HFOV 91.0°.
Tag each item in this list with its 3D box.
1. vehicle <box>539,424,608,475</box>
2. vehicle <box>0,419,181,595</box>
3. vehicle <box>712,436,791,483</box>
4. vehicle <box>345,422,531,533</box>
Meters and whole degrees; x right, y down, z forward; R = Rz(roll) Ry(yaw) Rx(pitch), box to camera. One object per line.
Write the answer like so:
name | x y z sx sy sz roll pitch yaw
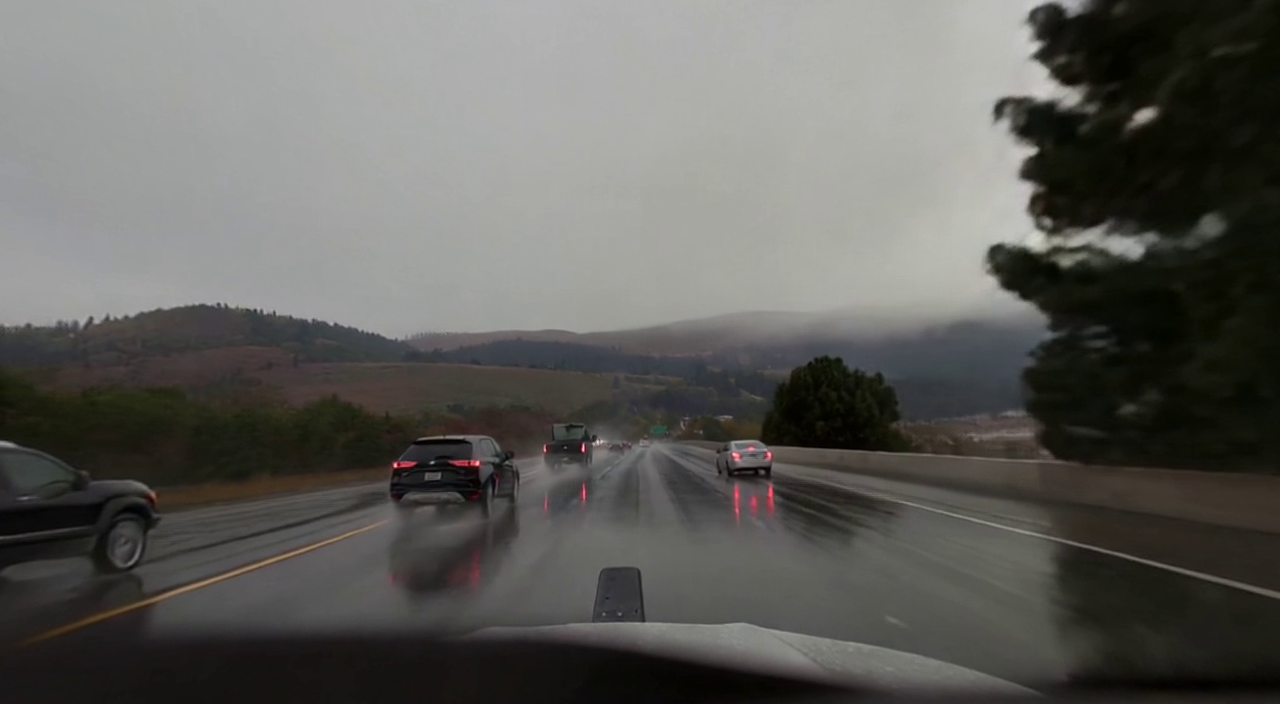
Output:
vehicle | -3.005 4.575 29.794 2.494 2.136 5.539 0 -8 2
vehicle | -7.045 1.440 5.807 2.084 1.639 4.648 0 -8 0
vehicle | 4.067 3.995 23.790 2.071 1.570 4.637 0 -8 -1
vehicle | -3.535 2.254 12.009 2.080 1.716 4.207 0 -8 1
